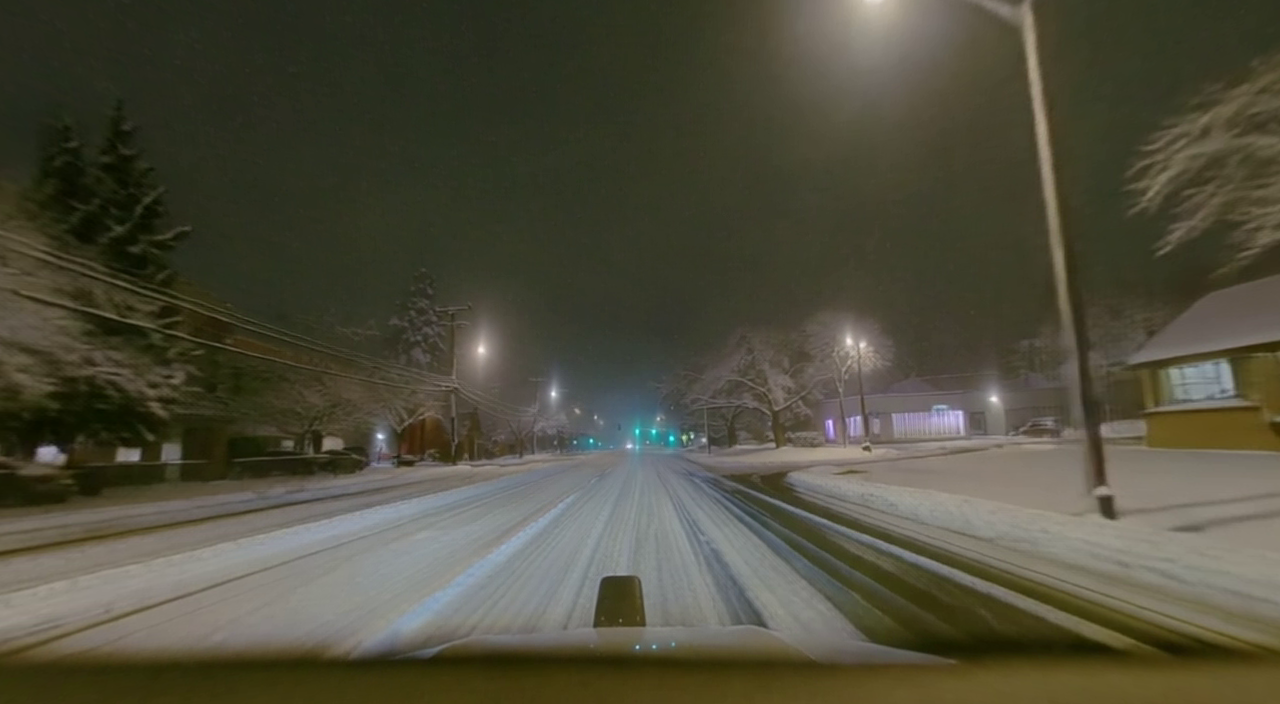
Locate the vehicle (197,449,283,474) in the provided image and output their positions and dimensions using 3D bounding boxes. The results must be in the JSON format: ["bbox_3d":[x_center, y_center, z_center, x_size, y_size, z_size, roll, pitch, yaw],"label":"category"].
[{"bbox_3d":[-28.301,7.742,44.783,4.626,1.753,2.054,0,-9,0],"label":"vehicle"}]

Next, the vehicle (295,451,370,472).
[{"bbox_3d":[-23.211,8.261,47.802,4.686,1.495,1.879,0,-9,1],"label":"vehicle"}]
